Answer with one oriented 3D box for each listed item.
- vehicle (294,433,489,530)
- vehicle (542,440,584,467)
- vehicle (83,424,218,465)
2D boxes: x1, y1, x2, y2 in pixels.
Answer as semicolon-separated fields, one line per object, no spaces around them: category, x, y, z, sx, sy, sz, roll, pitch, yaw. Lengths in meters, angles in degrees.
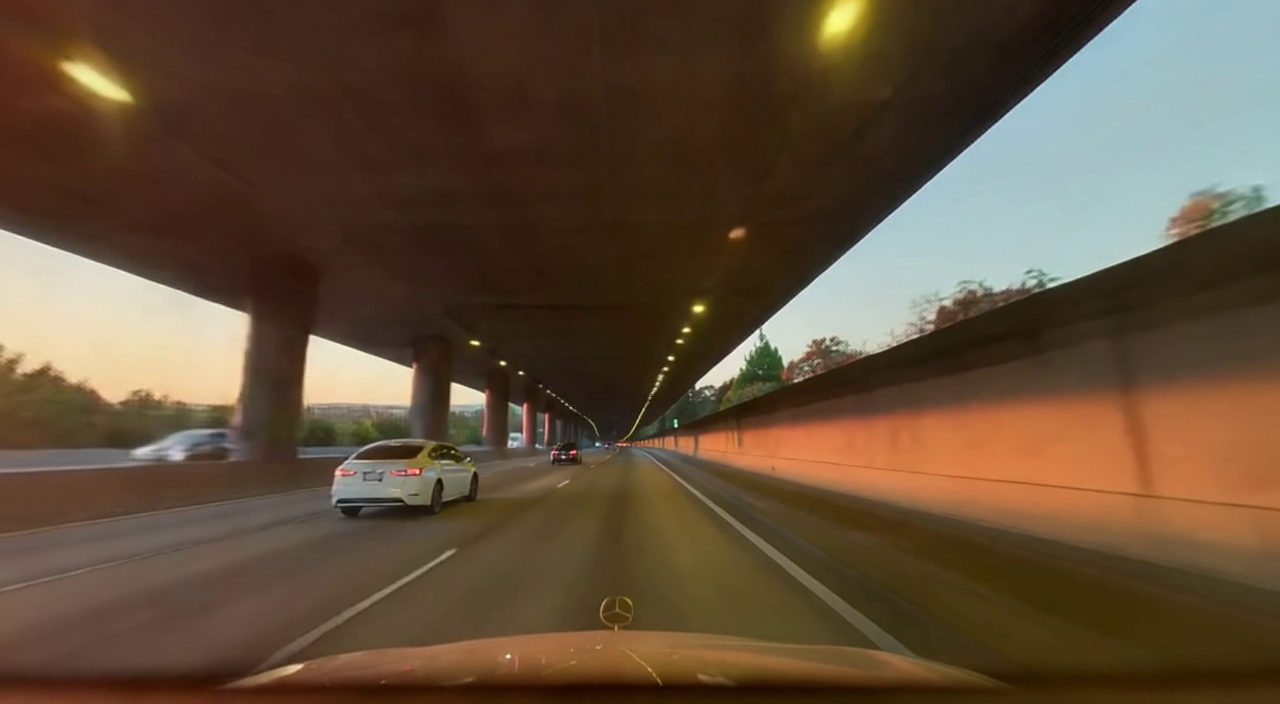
vehicle;-4.256;2.262;11.648;1.885;1.424;4.230;0;-8;0
vehicle;-4.425;5.903;36.761;1.973;1.474;4.199;0;-8;-1
vehicle;-19.594;3.752;25.505;1.836;1.488;4.513;0;-8;0
